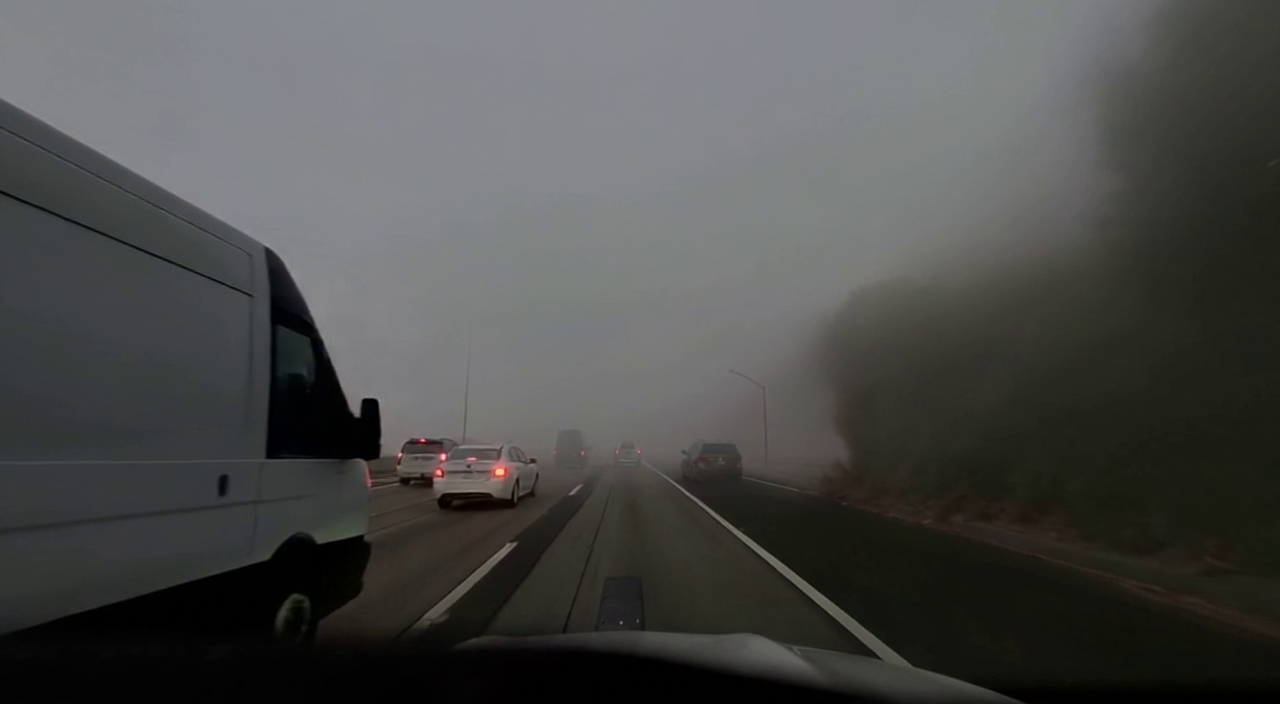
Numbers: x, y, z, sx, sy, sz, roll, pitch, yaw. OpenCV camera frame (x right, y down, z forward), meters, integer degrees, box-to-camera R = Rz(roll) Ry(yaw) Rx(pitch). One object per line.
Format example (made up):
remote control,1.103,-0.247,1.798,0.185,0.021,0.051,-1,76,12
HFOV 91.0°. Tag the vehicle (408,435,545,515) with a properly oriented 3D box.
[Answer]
vehicle,-3.470,2.694,14.258,1.963,1.507,4.172,0,-9,0

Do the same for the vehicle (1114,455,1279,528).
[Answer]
vehicle,14.164,3.265,15.258,1.846,1.471,4.423,1,-9,-1

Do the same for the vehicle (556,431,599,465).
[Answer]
vehicle,-4.340,6.798,44.578,2.504,2.276,5.933,0,-9,-1

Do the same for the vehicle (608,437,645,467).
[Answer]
vehicle,-0.865,6.437,40.453,2.207,1.807,4.199,0,-9,-1

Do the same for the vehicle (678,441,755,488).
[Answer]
vehicle,2.654,4.047,22.996,2.127,1.513,4.501,0,-9,-2

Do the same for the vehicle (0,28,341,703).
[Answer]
vehicle,-3.116,0.162,0.889,2.383,2.543,5.904,0,-9,1

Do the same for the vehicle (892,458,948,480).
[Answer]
vehicle,20.259,8.482,45.803,1.896,1.474,4.502,0,-9,-2
